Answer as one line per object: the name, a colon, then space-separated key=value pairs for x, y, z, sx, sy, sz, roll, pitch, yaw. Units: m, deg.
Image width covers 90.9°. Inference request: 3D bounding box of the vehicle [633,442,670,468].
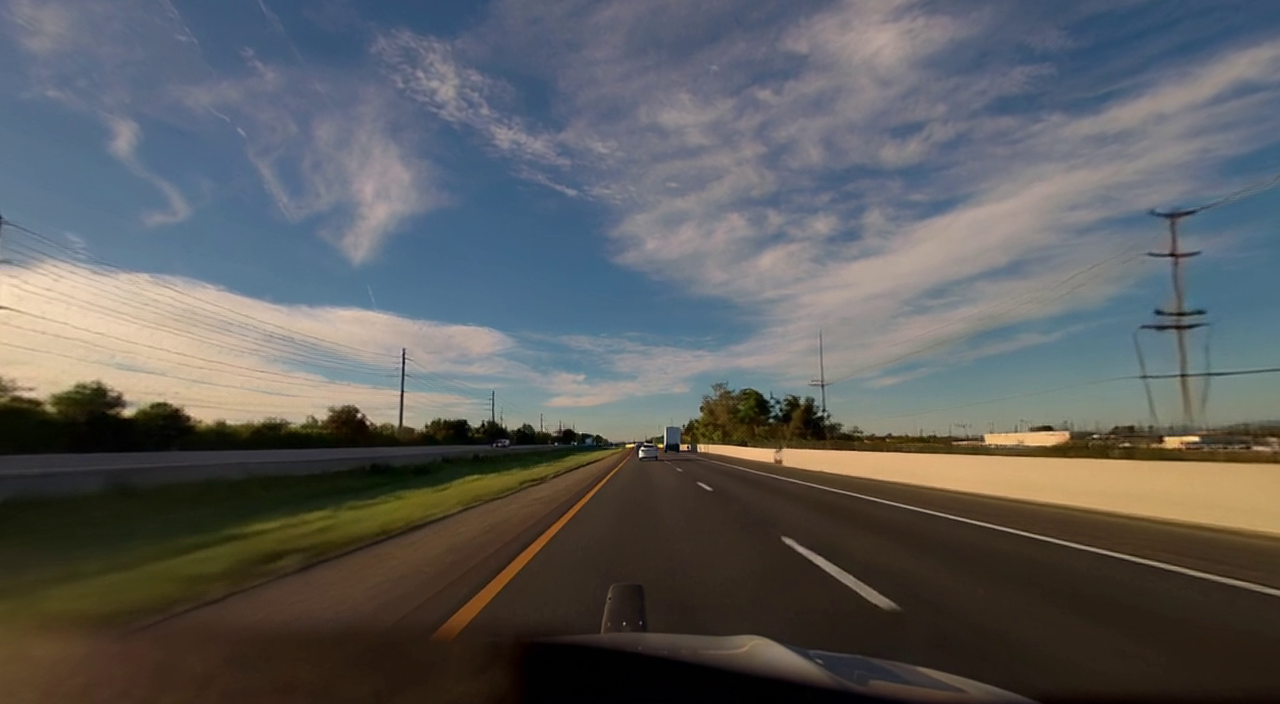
vehicle: x=0.741 y=6.515 z=40.120 sx=2.192 sy=1.556 sz=4.132 roll=-1 pitch=-8 yaw=1
